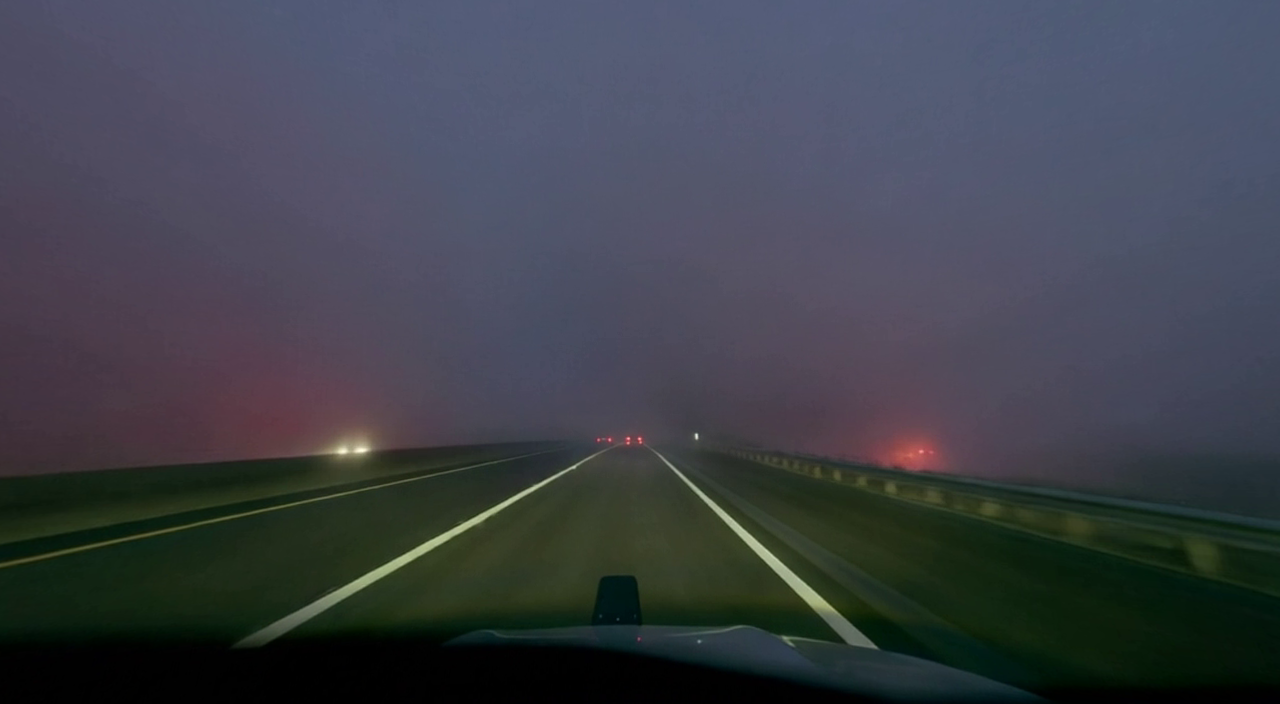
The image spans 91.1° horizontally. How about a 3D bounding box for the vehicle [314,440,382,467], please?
[{"bbox_3d":[-17.597,6.113,38.149,1.962,1.520,4.598,0,-8,0],"label":"vehicle"}]
